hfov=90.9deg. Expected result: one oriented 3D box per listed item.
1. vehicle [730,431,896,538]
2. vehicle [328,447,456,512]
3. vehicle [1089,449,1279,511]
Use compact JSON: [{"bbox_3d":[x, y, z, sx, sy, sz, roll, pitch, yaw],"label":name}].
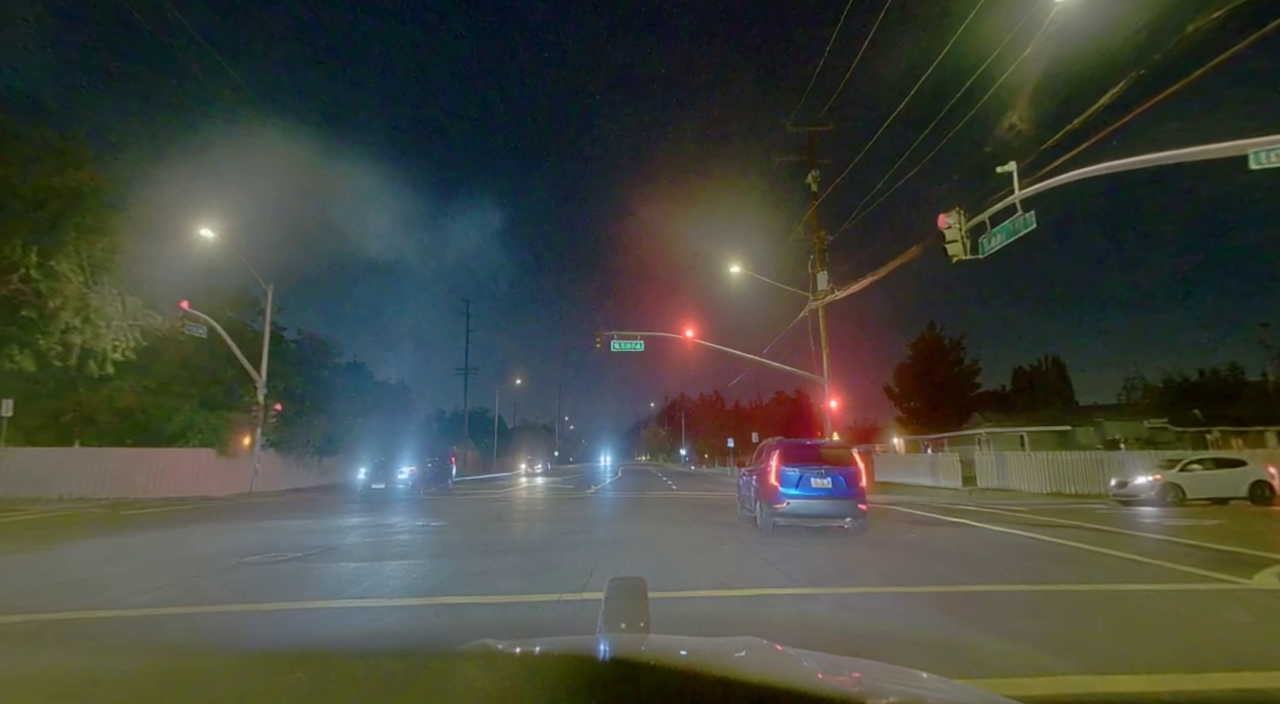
[{"bbox_3d":[3.376,2.688,13.484,2.144,1.843,4.827,0,-9,0],"label":"vehicle"},{"bbox_3d":[-7.148,3.675,18.710,1.981,1.689,4.233,0,-9,1],"label":"vehicle"},{"bbox_3d":[16.143,3.646,18.219,4.596,1.637,2.172,0,-9,0],"label":"vehicle"}]
